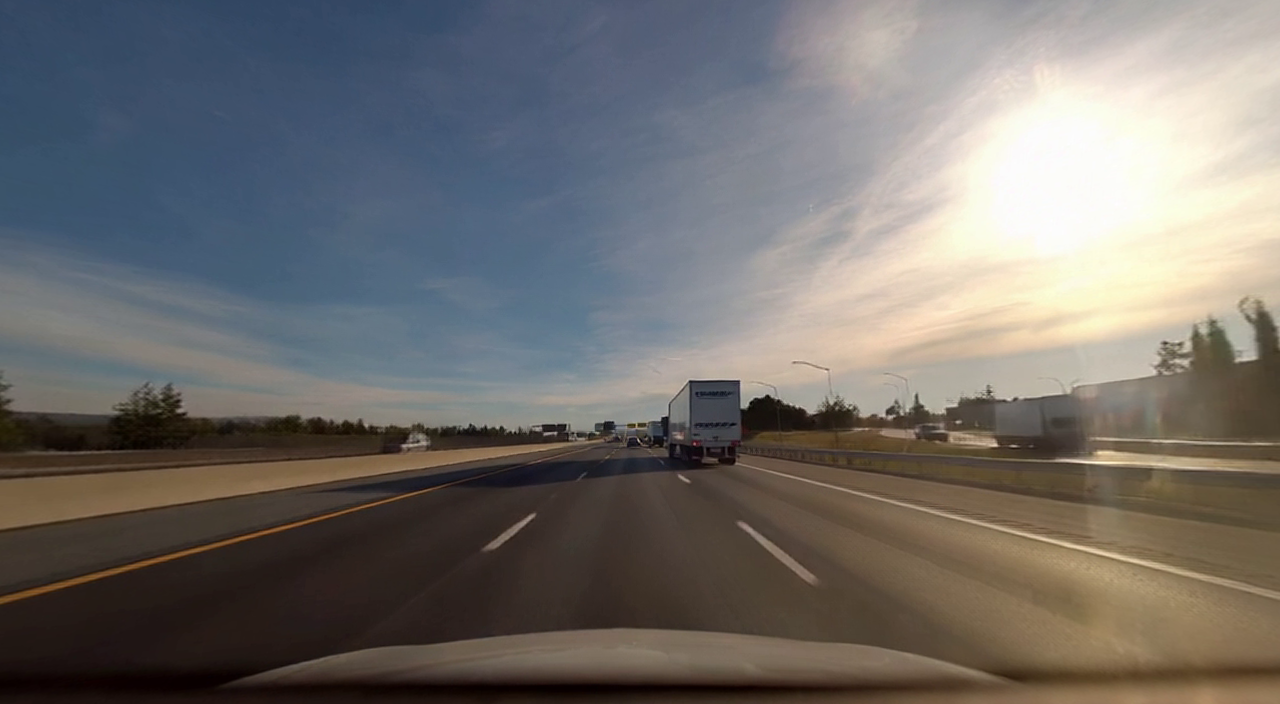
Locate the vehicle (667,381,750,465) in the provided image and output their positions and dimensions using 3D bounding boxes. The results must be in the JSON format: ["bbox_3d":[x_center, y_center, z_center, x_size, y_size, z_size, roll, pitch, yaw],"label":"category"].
[{"bbox_3d":[3.680,4.502,38.173,2.976,4.064,14.619,0,-8,-2],"label":"vehicle"}]

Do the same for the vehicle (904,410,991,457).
[{"bbox_3d":[24.108,6.304,49.887,2.865,2.885,8.040,-4,-3,1],"label":"vehicle"}]
